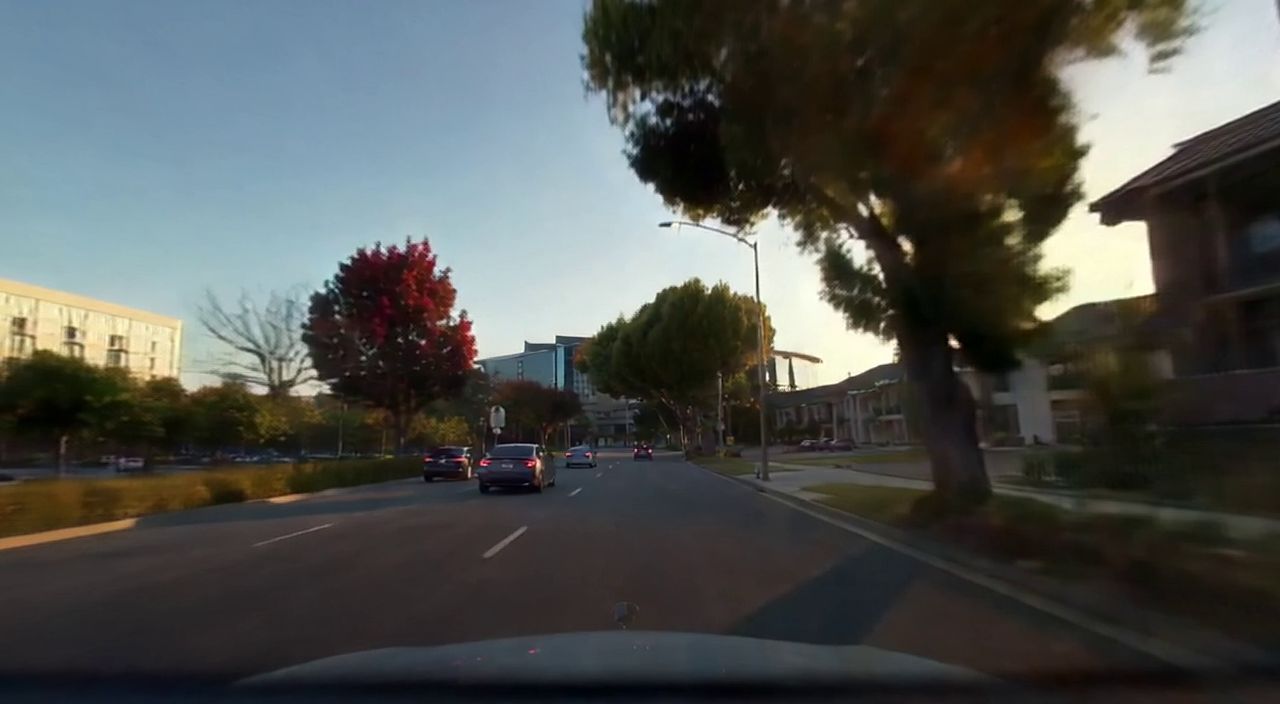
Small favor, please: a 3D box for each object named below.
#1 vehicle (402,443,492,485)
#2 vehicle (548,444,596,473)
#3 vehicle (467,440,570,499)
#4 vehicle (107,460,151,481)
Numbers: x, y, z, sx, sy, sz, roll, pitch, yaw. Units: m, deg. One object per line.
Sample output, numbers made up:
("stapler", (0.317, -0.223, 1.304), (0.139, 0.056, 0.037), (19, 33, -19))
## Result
("vehicle", (-7.521, 4.388, 25.142), (1.976, 1.497, 4.709), (0, -8, 1))
("vehicle", (-3.508, 5.610, 33.516), (1.971, 1.414, 4.317), (0, -8, 1))
("vehicle", (-3.332, 3.318, 18.296), (2.011, 1.483, 4.596), (0, -8, 1))
("vehicle", (-39.602, 9.147, 48.947), (4.381, 1.475, 1.960), (-8, -12, 43))
